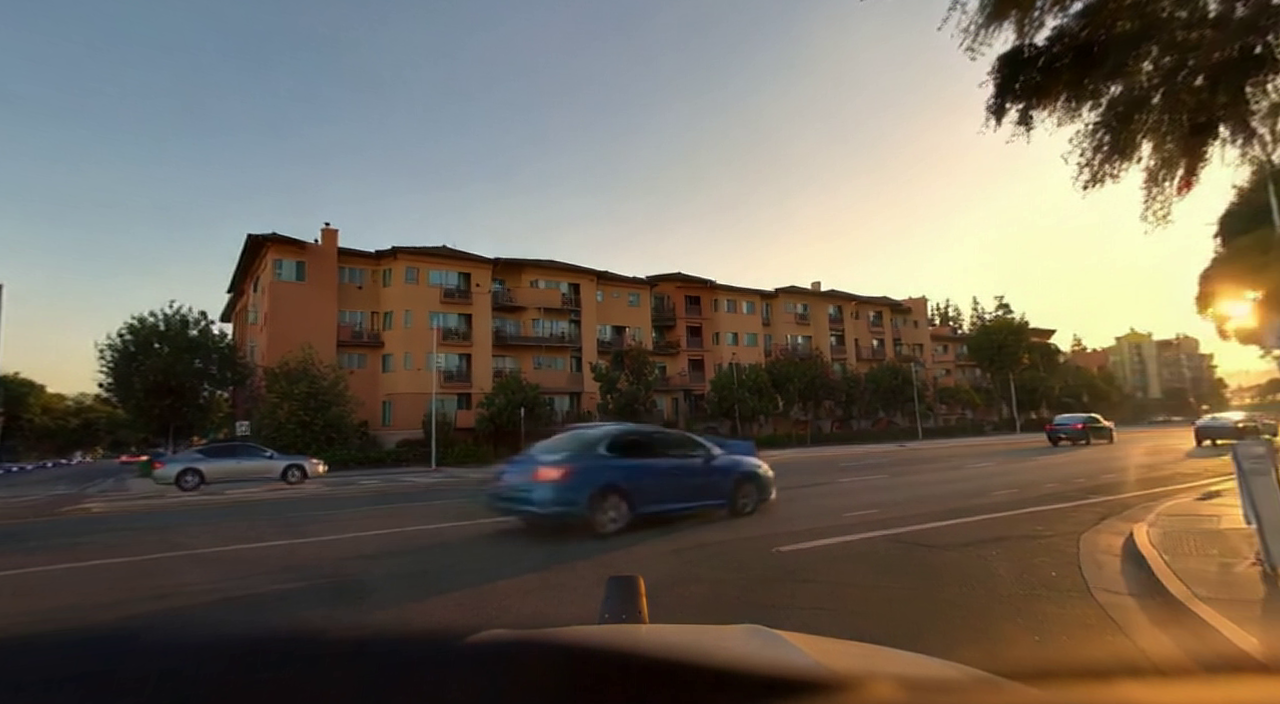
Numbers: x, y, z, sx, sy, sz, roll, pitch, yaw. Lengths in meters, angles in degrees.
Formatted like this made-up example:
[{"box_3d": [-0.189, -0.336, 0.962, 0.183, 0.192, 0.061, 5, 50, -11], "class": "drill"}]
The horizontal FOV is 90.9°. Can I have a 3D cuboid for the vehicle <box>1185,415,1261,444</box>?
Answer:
[{"box_3d": [30.934, 4.143, 33.403, 4.521, 1.433, 1.943, 6, -10, -35], "class": "vehicle"}]

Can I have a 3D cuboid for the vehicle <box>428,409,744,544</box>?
[{"box_3d": [-0.717, 1.812, 9.805, 4.438, 1.625, 2.033, 6, -10, -35], "class": "vehicle"}]

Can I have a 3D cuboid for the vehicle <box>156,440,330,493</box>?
[{"box_3d": [-12.087, 3.443, 19.361, 4.289, 1.415, 1.774, 6, -10, -37], "class": "vehicle"}]

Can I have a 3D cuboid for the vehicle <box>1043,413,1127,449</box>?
[{"box_3d": [22.838, 4.083, 32.314, 4.683, 1.678, 1.981, 6, -10, -36], "class": "vehicle"}]
